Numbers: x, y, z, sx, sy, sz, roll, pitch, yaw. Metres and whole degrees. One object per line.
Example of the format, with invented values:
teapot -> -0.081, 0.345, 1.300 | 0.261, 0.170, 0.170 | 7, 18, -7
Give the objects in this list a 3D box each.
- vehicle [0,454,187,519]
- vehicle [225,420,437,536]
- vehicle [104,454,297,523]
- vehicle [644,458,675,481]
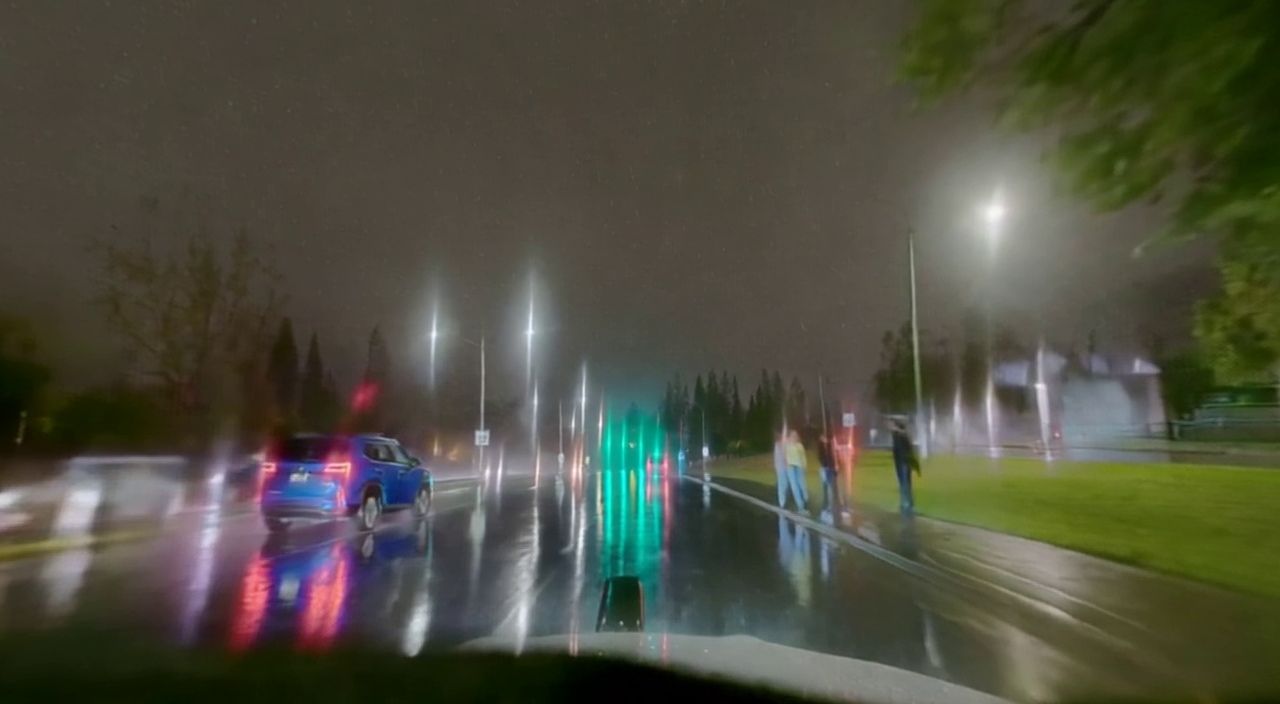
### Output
vehicle -> -15.728, 3.767, 18.190 | 1.997, 1.603, 4.404 | 0, -9, 0
vehicle -> -5.867, 2.450, 12.731 | 2.027, 1.908, 4.273 | -1, -9, 1
vehicle -> -11.966, 3.697, 17.722 | 2.064, 1.515, 5.056 | 0, -8, -4
vehicle -> 1.376, 8.373, 45.182 | 2.091, 1.494, 3.962 | 0, -9, 0
